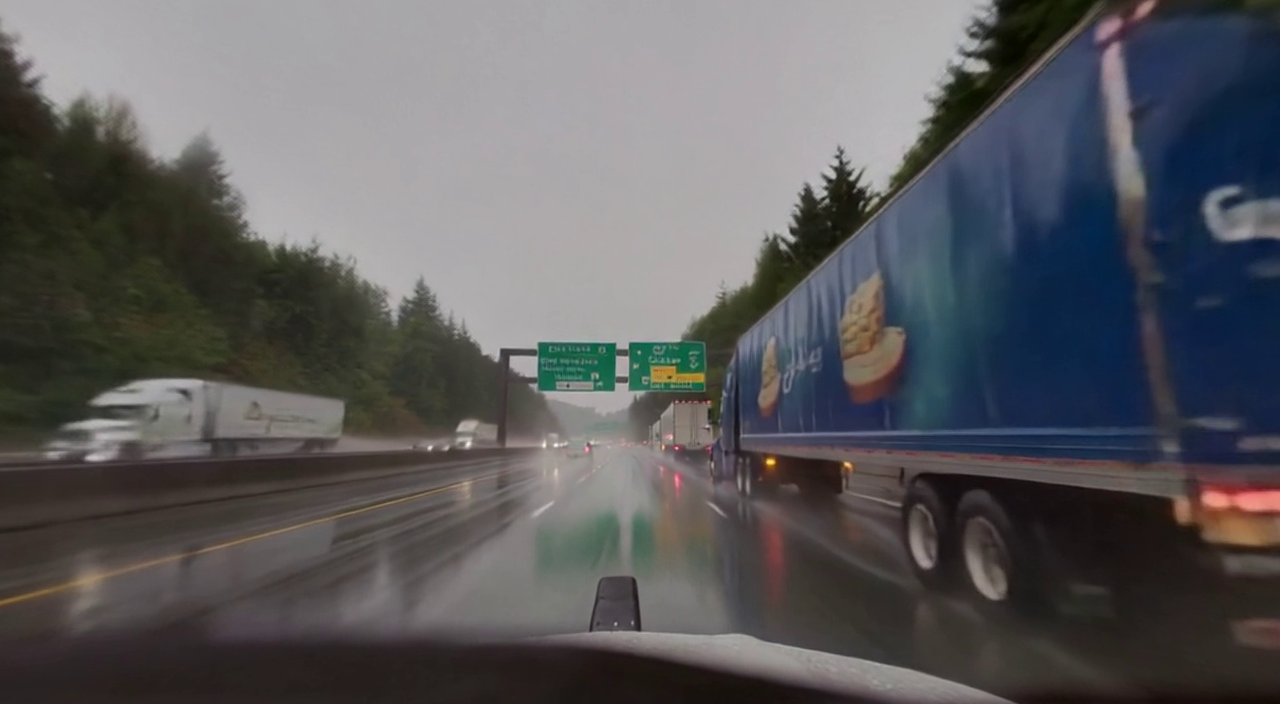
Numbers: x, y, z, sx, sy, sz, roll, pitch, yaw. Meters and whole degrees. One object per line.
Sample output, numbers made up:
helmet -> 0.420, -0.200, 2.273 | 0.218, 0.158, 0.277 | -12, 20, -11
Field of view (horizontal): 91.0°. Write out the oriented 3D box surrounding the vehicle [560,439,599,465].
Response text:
vehicle -> -3.938, 6.631, 41.874 | 2.206, 1.644, 4.027 | 0, -8, 0

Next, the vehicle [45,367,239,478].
vehicle -> -20.358, 3.036, 26.337 | 3.025, 4.066, 6.003 | 0, -8, -1

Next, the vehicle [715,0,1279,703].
vehicle -> 3.669, 0.621, 9.550 | 3.116, 3.992, 13.748 | 0, -8, -1

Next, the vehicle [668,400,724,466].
vehicle -> 3.679, 5.758, 43.715 | 3.085, 4.062, 8.965 | 0, -9, 0
